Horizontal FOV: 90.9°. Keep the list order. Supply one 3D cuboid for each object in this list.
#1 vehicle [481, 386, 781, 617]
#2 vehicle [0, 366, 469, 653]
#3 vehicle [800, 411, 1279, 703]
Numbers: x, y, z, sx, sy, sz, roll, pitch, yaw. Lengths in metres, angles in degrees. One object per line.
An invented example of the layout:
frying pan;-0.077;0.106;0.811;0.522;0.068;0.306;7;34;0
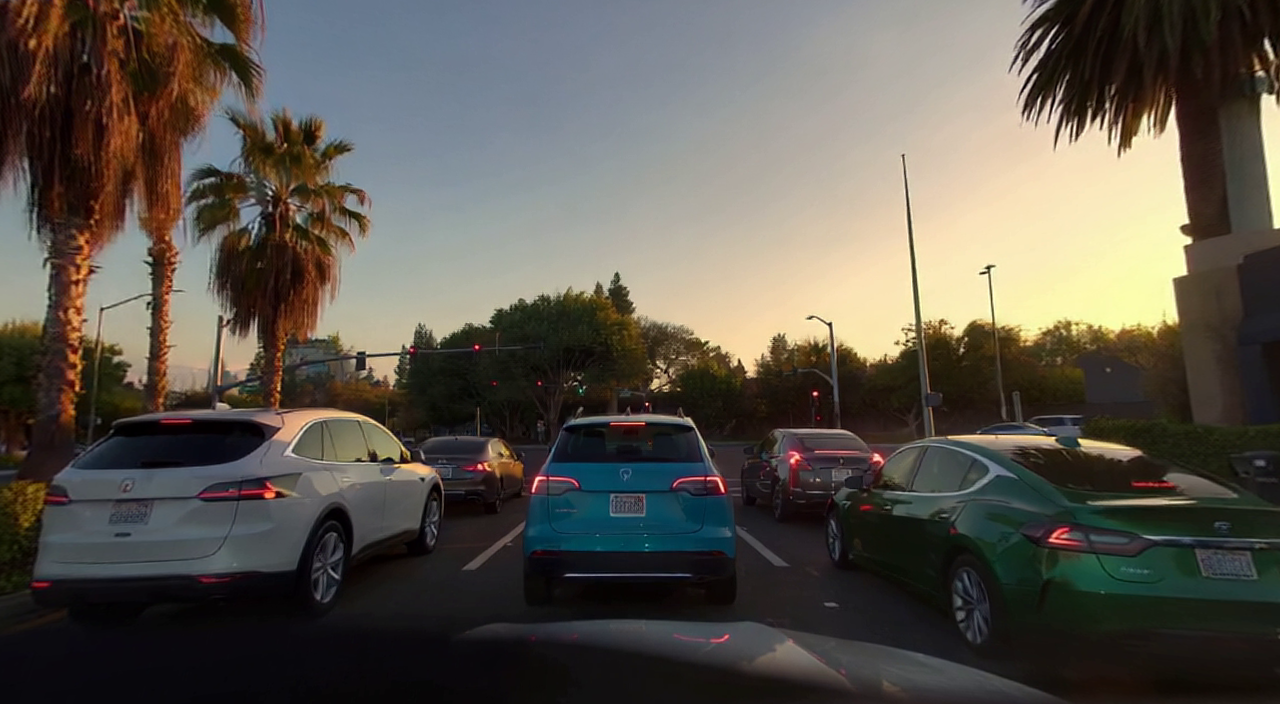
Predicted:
vehicle;-0.127;1.459;7.064;2.280;1.747;4.361;0;-8;-2
vehicle;-3.338;1.282;6.130;2.014;1.755;4.360;0;-8;1
vehicle;2.972;1.368;5.253;2.017;1.491;4.611;0;-8;-1
